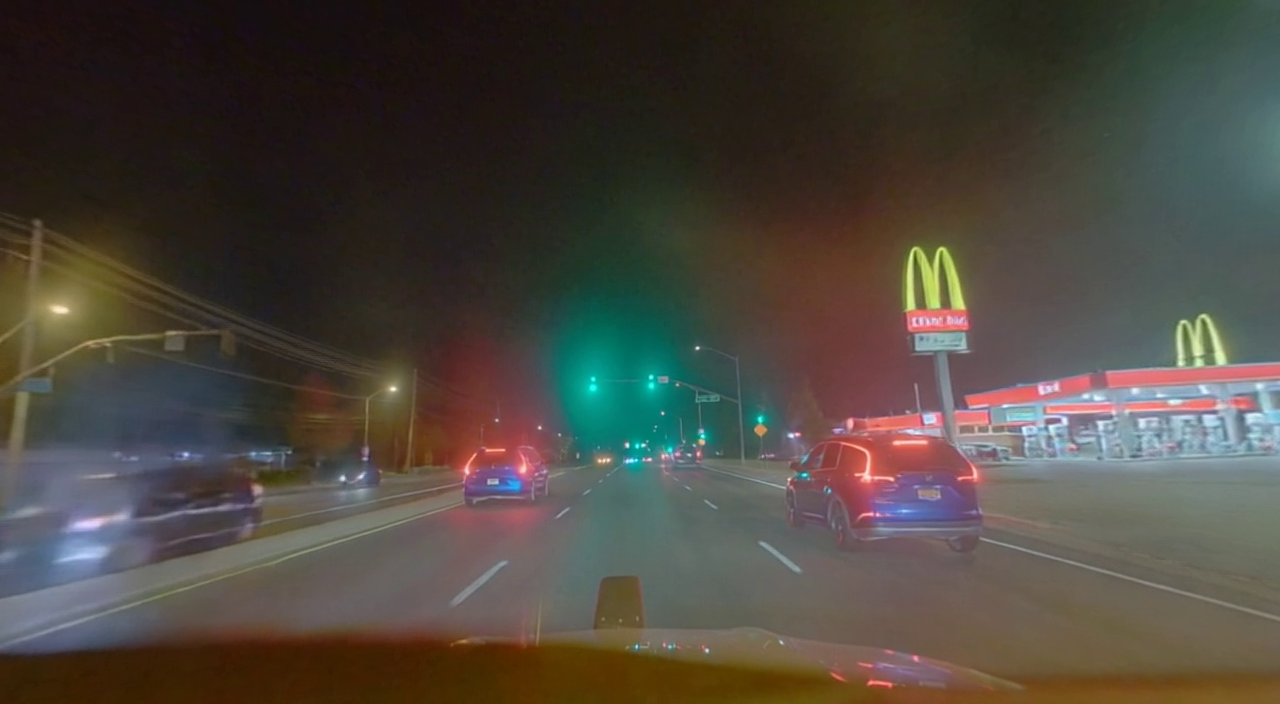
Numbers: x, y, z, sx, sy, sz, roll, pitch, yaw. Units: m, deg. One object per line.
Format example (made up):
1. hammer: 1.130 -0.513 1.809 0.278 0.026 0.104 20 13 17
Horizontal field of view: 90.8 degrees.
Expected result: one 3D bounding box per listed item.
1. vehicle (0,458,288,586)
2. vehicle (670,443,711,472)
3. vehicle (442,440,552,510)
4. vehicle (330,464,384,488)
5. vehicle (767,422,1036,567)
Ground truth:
1. vehicle: -8.056 2.543 10.299 2.056 1.519 4.383 0 -8 1
2. vehicle: 3.119 6.638 39.922 2.066 1.699 4.419 0 -9 -2
3. vehicle: -3.647 3.206 16.915 1.935 1.617 4.045 0 -9 1
4. vehicle: -20.736 9.062 46.439 1.849 1.497 4.444 0 -9 0
5. vehicle: 3.508 1.992 9.645 2.085 1.655 4.459 0 -9 -1
